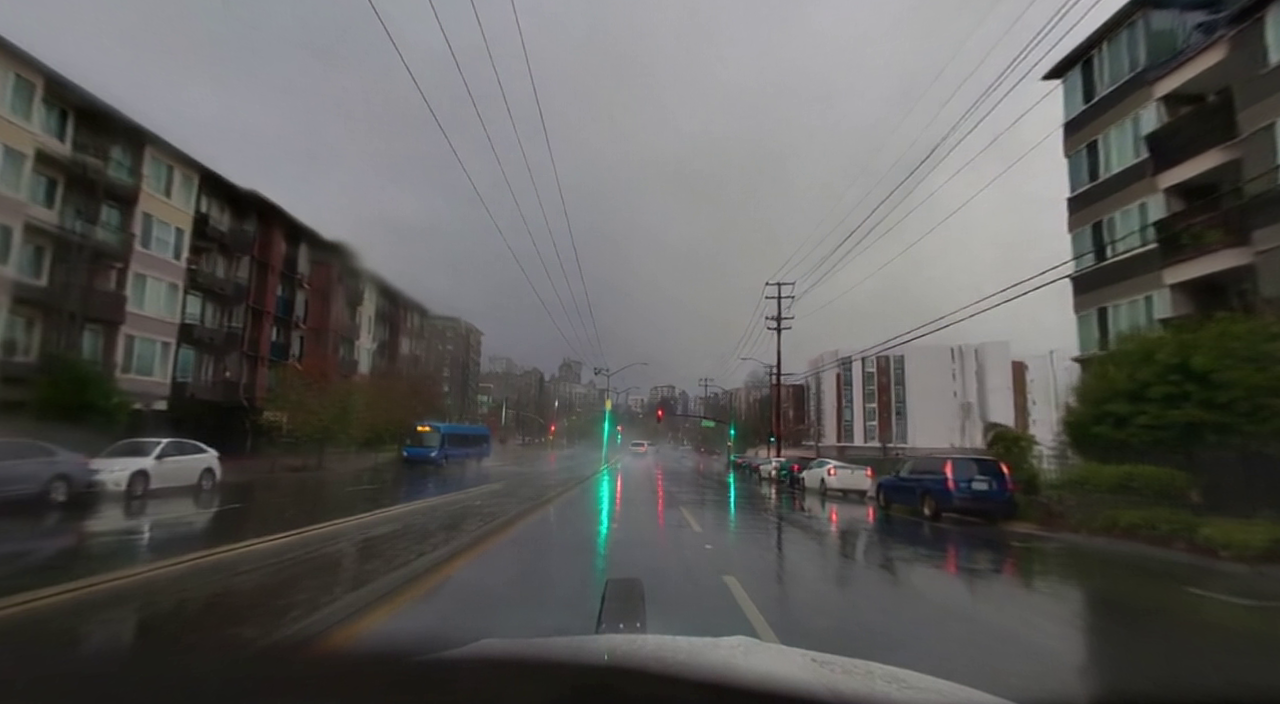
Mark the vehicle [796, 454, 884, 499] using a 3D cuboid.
[{"bbox_3d":[7.768,4.863,25.066,1.997,1.517,4.755,0,-8,1],"label":"vehicle"}]

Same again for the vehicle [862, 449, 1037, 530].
[{"bbox_3d":[7.728,3.420,16.449,2.143,1.731,4.781,0,-8,0],"label":"vehicle"}]

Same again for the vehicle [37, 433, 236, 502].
[{"bbox_3d":[-14.594,3.338,18.816,2.107,1.771,4.871,0,-8,-4],"label":"vehicle"}]

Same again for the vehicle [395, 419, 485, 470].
[{"bbox_3d":[-14.296,6.790,46.406,3.060,3.307,9.997,0,-8,2],"label":"vehicle"}]

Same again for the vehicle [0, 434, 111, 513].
[{"bbox_3d":[-14.525,2.585,13.482,2.124,1.626,4.908,0,-8,1],"label":"vehicle"}]
